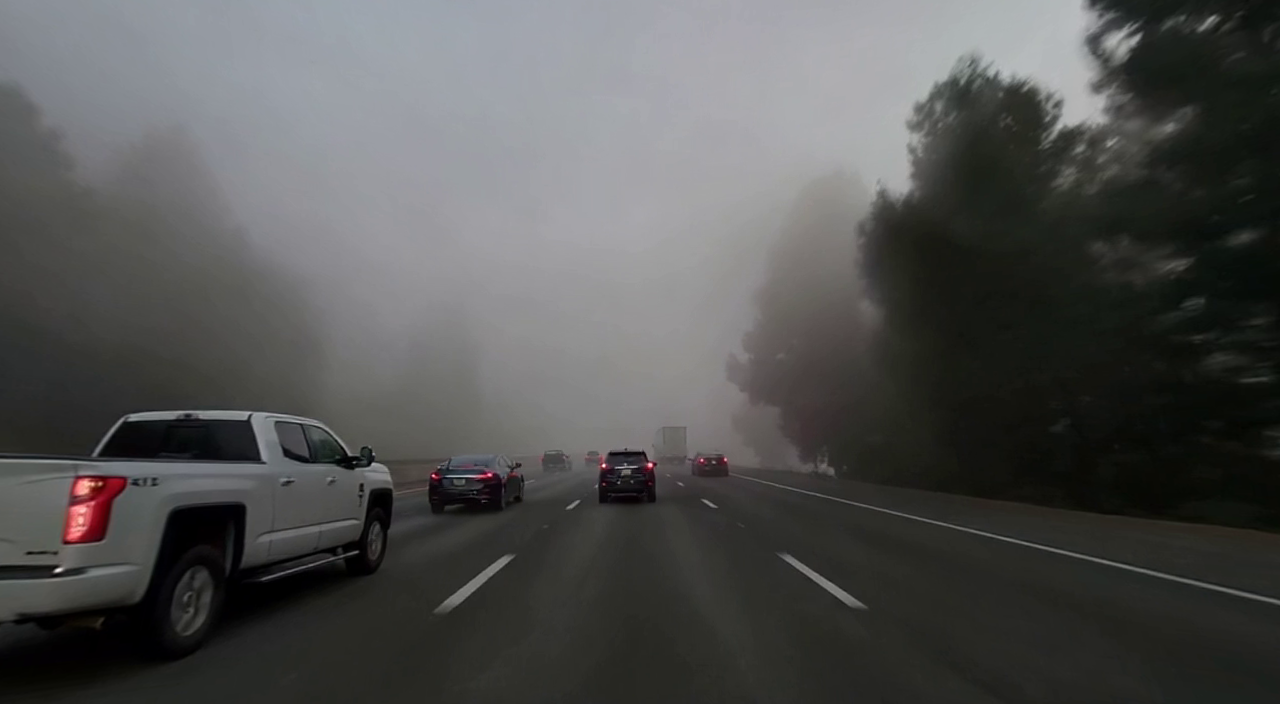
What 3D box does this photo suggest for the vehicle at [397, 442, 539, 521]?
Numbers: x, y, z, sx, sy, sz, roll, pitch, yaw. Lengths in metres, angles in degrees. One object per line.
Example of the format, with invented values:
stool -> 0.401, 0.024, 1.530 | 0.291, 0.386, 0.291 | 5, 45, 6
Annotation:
vehicle -> -3.707, 2.875, 14.531 | 1.988, 1.501, 4.438 | 0, -9, 0

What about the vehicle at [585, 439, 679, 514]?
vehicle -> -0.181, 2.934, 15.199 | 1.996, 1.574, 3.426 | 0, -9, 0

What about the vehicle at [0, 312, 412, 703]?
vehicle -> -3.864, 1.146, 5.013 | 2.243, 1.889, 4.949 | 0, -9, 0

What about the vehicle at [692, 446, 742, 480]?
vehicle -> 3.743, 5.470, 31.352 | 1.858, 1.537, 3.838 | 0, -9, -2

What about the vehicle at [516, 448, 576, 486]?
vehicle -> -3.928, 4.875, 27.125 | 1.999, 1.484, 4.269 | 0, -9, -1
